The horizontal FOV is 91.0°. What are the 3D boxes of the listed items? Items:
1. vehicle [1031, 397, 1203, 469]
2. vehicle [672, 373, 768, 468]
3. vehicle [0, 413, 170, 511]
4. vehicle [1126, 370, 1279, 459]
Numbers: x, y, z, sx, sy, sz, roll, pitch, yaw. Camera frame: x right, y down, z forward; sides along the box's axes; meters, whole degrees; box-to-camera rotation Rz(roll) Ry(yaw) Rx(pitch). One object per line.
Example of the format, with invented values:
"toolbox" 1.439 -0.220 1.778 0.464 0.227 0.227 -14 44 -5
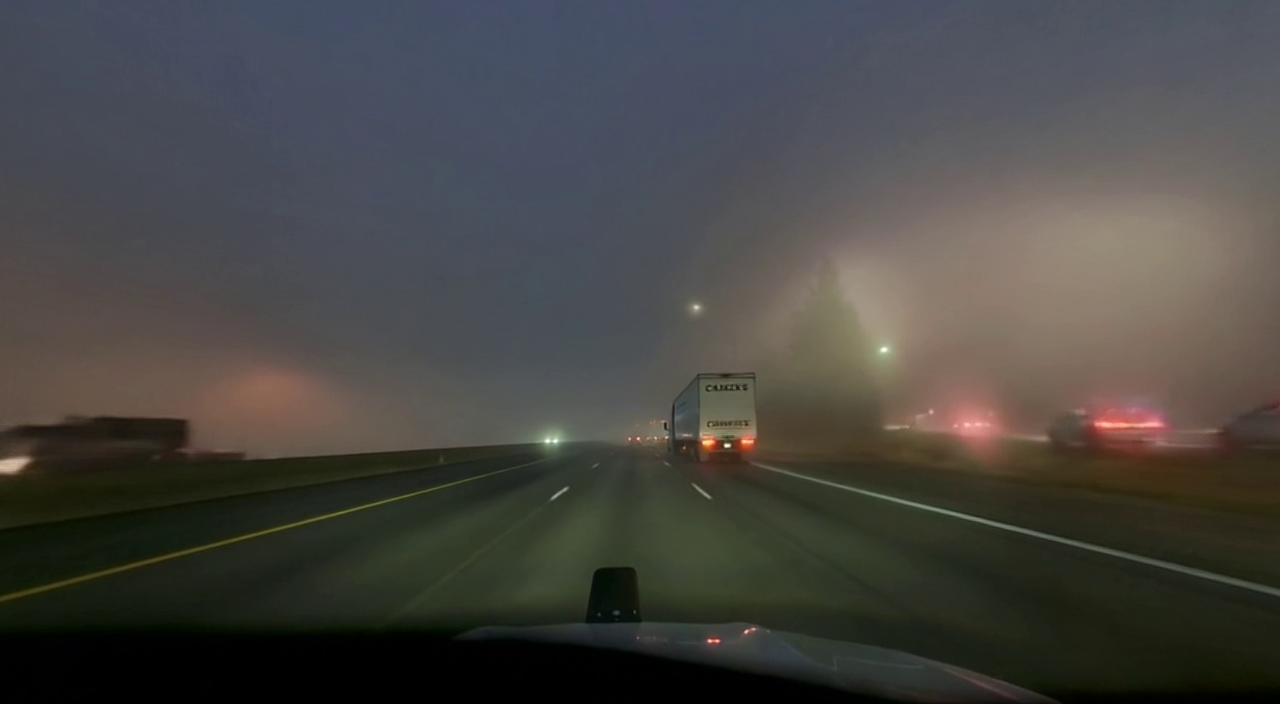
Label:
"vehicle" 24.396 4.000 32.923 2.865 2.885 8.040 -4 -3 2
"vehicle" 3.796 3.958 34.337 2.976 4.064 14.619 0 -8 -1
"vehicle" -20.192 3.684 21.571 2.637 2.866 7.123 0 -8 -1
"vehicle" 32.241 3.580 34.066 3.091 4.047 14.520 -2 -8 12
